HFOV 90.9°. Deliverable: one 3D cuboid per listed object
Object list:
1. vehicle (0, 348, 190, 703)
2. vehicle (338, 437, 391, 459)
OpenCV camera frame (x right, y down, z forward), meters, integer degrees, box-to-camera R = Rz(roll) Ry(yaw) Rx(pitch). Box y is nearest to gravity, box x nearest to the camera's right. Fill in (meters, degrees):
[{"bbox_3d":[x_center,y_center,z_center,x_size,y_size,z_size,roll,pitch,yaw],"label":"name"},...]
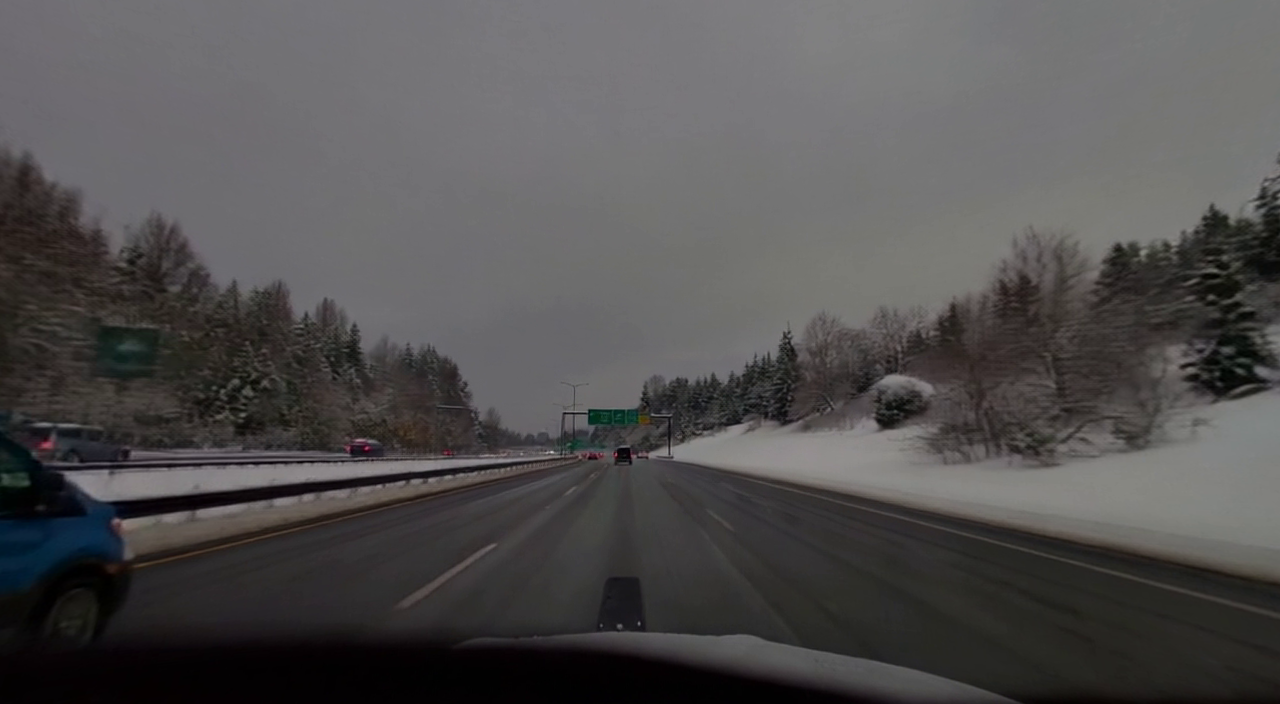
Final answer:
[{"bbox_3d":[-4.194,0.740,2.214,1.971,1.795,4.389,0,-9,-1],"label":"vehicle"},{"bbox_3d":[-19.891,6.972,45.650,1.901,1.465,4.173,0,-9,0],"label":"vehicle"}]
